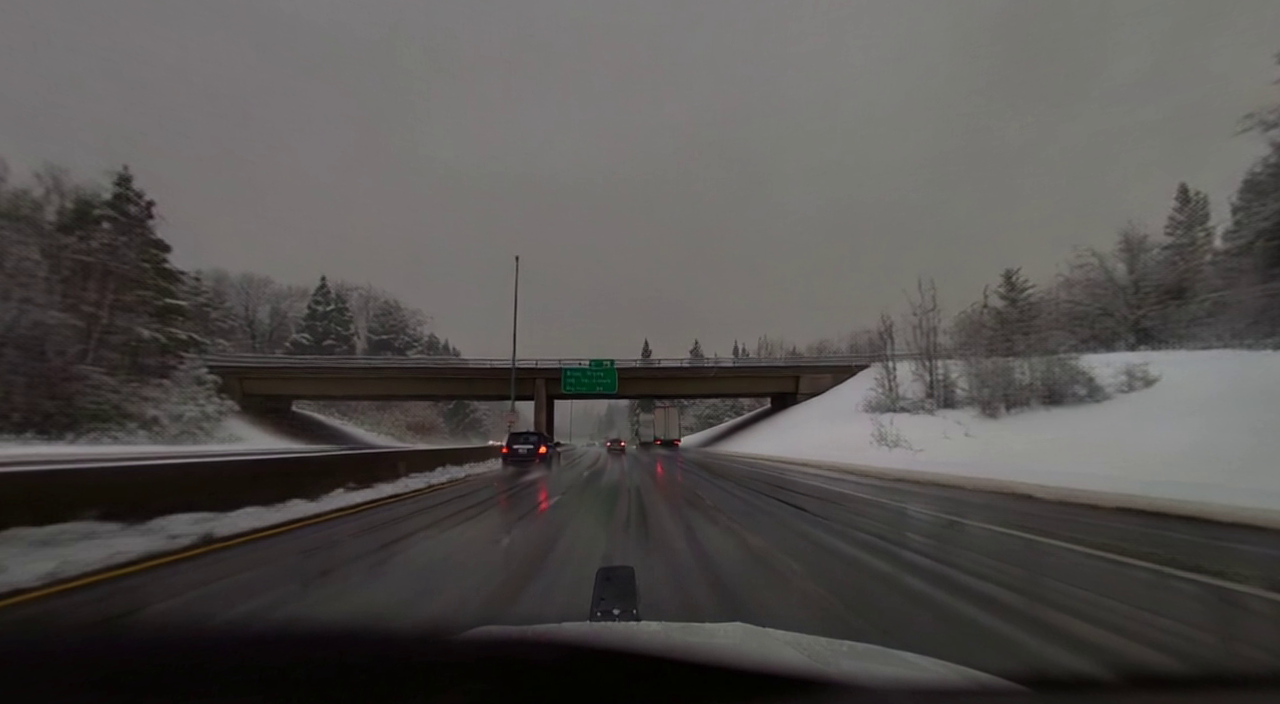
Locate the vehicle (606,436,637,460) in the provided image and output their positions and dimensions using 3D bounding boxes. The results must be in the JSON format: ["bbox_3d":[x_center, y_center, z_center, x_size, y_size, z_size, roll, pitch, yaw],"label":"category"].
[{"bbox_3d":[-1.294,6.731,44.290,2.125,1.542,3.816,0,-8,-2],"label":"vehicle"}]

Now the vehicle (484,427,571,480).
[{"bbox_3d":[-4.016,3.736,23.419,2.377,1.747,4.703,0,-8,0],"label":"vehicle"}]
